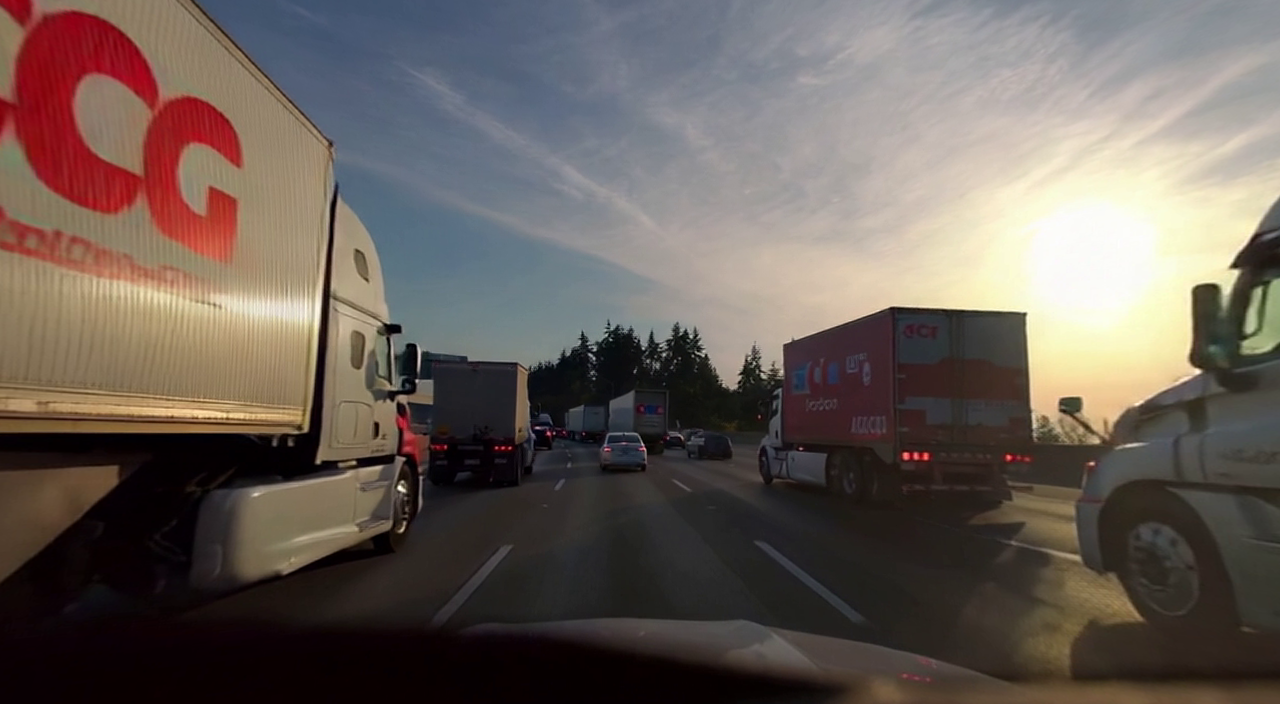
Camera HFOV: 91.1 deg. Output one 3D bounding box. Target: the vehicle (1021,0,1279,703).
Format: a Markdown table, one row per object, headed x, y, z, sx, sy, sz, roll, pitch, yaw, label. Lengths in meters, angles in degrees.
| x | y | z | sx | sy | sz | roll | pitch | yaw | label |
| --- | --- | --- | --- | --- | --- | --- | --- | --- | --- |
| 5.281 | -0.363 | 2.223 | 2.992 | 3.986 | 5.841 | 3 | -8 | -21 | vehicle |

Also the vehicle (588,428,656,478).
| x | y | z | sx | sy | sz | roll | pitch | yaw | label |
| --- | --- | --- | --- | --- | --- | --- | --- | --- | --- |
| -0.728 | 3.432 | 21.749 | 2.060 | 1.540 | 4.374 | 1 | -8 | -5 | vehicle |

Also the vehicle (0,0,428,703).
| x | y | z | sx | sy | sz | roll | pitch | yaw | label |
| --- | --- | --- | --- | --- | --- | --- | --- | --- | --- |
| -3.706 | -0.190 | 2.568 | 2.822 | 3.788 | 8.799 | 0 | -8 | -2 | vehicle |

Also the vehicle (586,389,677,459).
| x | y | z | sx | sy | sz | roll | pitch | yaw | label |
| --- | --- | --- | --- | --- | --- | --- | --- | --- | --- |
| -1.046 | 5.156 | 44.068 | 2.899 | 4.112 | 13.912 | 2 | -8 | -15 | vehicle |
